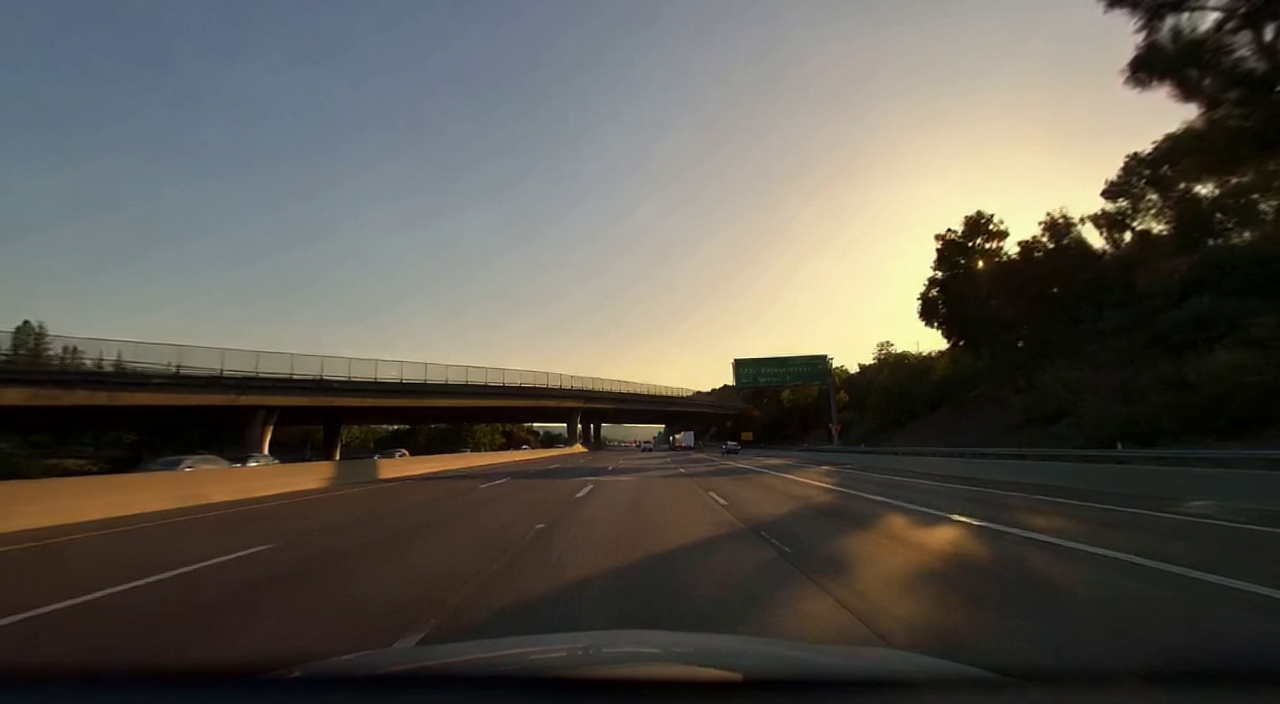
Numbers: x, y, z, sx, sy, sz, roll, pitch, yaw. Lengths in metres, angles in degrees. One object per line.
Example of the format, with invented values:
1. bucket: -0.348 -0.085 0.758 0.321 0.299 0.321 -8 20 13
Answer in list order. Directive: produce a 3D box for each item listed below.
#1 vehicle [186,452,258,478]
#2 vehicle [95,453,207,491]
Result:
1. vehicle: -30.933 8.323 46.837 2.165 1.749 4.673 0 -8 0
2. vehicle: -23.498 5.732 30.531 1.928 1.618 4.351 0 -8 0
